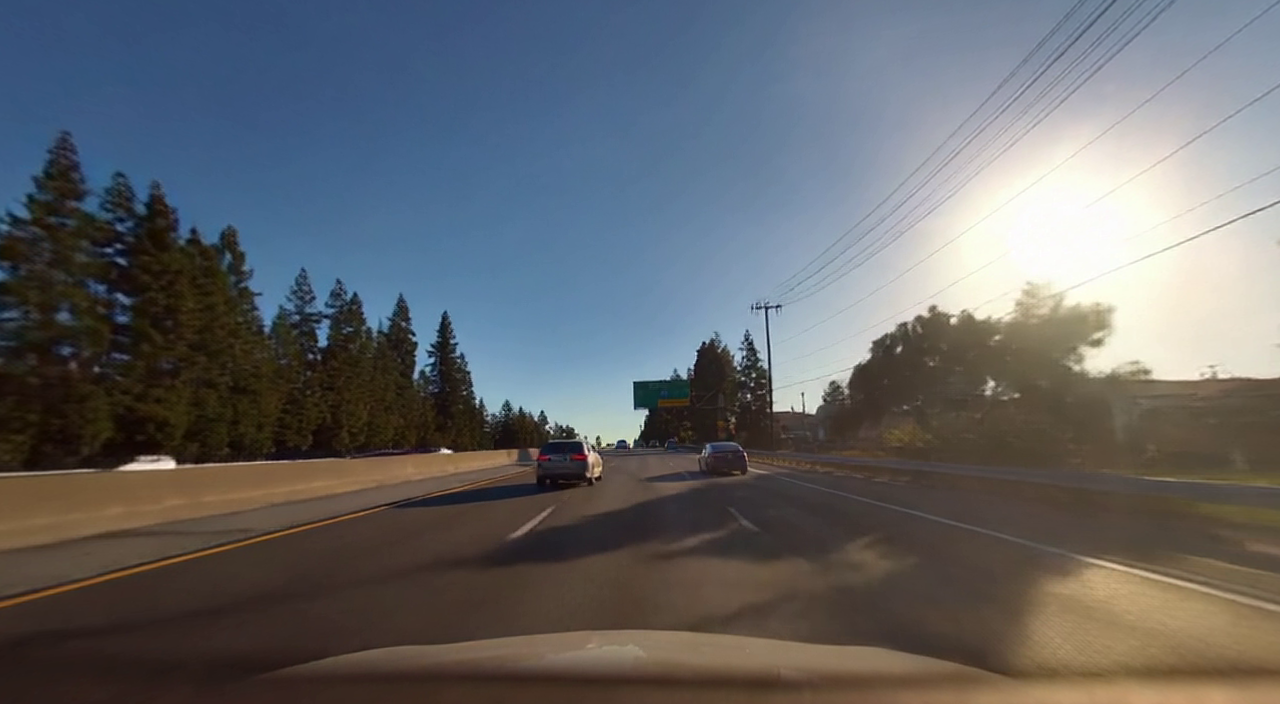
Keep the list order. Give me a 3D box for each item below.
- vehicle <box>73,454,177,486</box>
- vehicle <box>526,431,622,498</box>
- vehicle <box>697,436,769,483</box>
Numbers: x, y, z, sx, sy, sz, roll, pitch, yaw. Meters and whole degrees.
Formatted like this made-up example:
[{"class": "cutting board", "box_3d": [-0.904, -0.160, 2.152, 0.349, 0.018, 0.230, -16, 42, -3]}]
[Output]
[{"class": "vehicle", "box_3d": [-31.538, 7.217, 38.896, 2.143, 1.777, 5.015, 0, -8, 0]}, {"class": "vehicle", "box_3d": [-1.666, 3.058, 17.522, 2.049, 1.620, 4.153, 0, -8, 2]}, {"class": "vehicle", "box_3d": [3.302, 3.896, 23.193, 1.996, 1.579, 3.841, 0, -8, -1]}]
